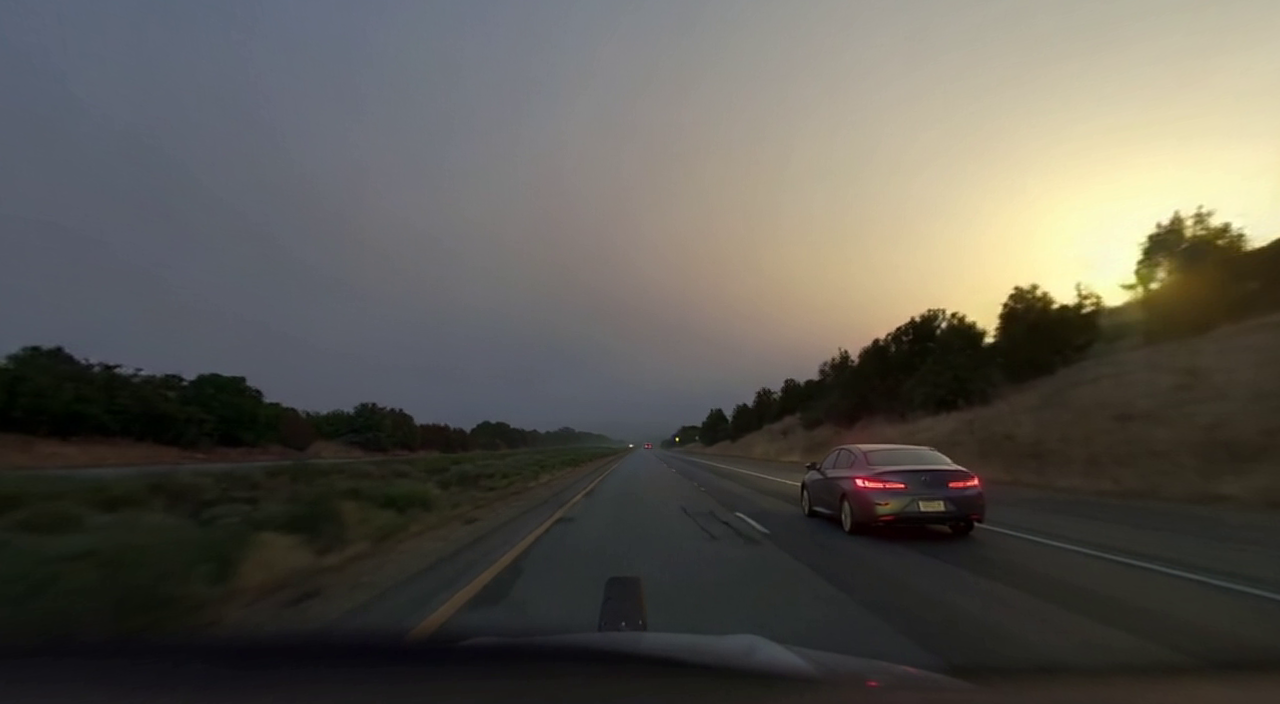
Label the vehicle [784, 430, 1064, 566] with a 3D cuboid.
[{"bbox_3d":[3.658,1.950,9.244,2.003,1.466,4.441,0,-8,0],"label":"vehicle"}]
